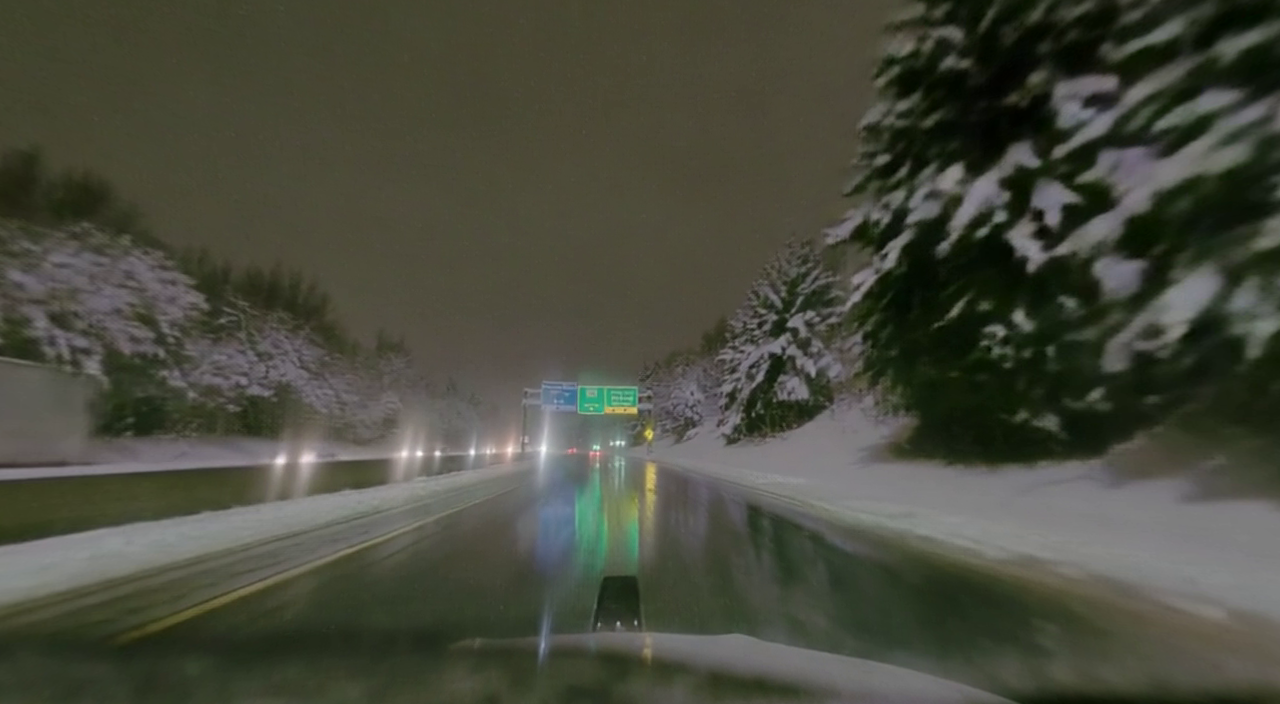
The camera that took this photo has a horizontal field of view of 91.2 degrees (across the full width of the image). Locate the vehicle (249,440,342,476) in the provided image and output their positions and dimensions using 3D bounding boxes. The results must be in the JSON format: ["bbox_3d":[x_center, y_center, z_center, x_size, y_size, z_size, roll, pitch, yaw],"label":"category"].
[{"bbox_3d":[-15.383,4.754,28.276,1.853,1.463,4.476,0,-9,-3],"label":"vehicle"}]

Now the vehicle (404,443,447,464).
[{"bbox_3d":[-16.545,7.852,48.524,1.916,1.524,4.522,0,-9,-3],"label":"vehicle"}]
